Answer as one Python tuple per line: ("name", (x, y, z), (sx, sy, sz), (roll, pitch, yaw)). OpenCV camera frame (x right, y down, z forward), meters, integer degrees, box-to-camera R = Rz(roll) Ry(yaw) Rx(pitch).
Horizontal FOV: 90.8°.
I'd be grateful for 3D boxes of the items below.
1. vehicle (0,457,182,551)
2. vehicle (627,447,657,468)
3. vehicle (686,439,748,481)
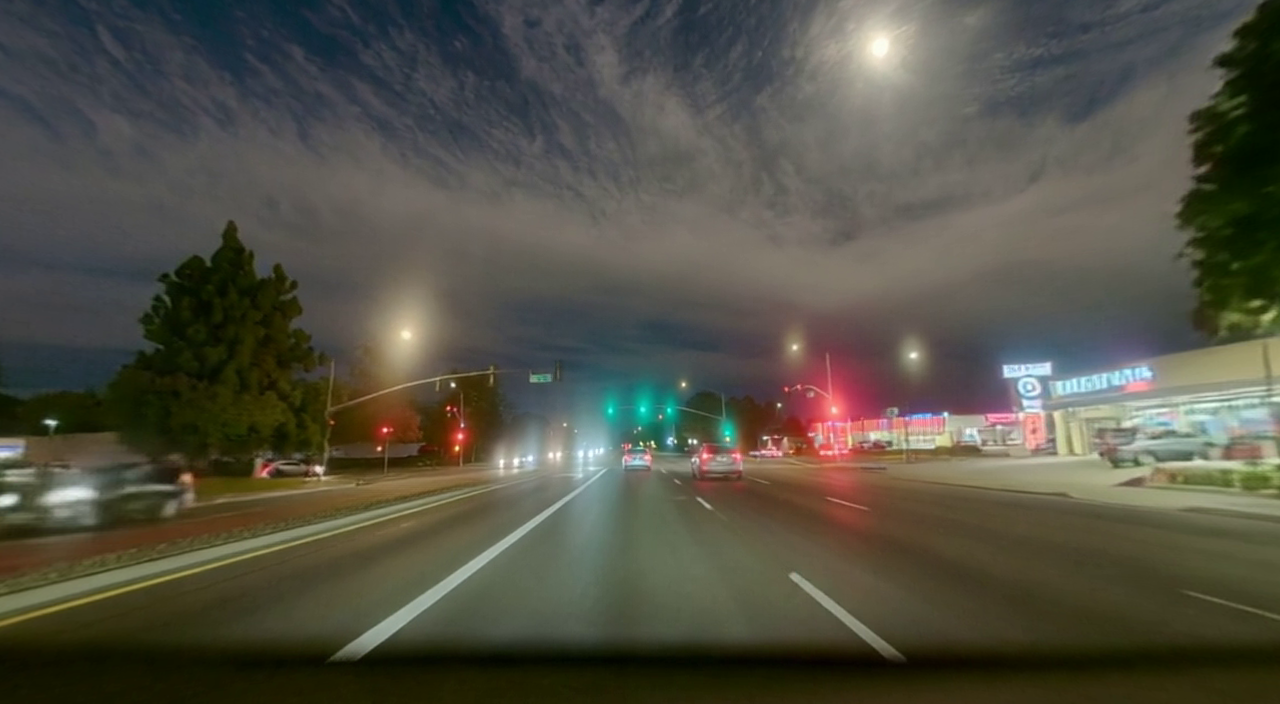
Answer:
("vehicle", (-11.798, 2.964, 12.912), (1.886, 1.524, 4.027), (0, -9, -1))
("vehicle", (0.090, 7.849, 47.249), (2.135, 1.468, 4.076), (0, -9, -1))
("vehicle", (3.273, 4.691, 27.641), (2.022, 1.643, 4.326), (0, -9, -2))
